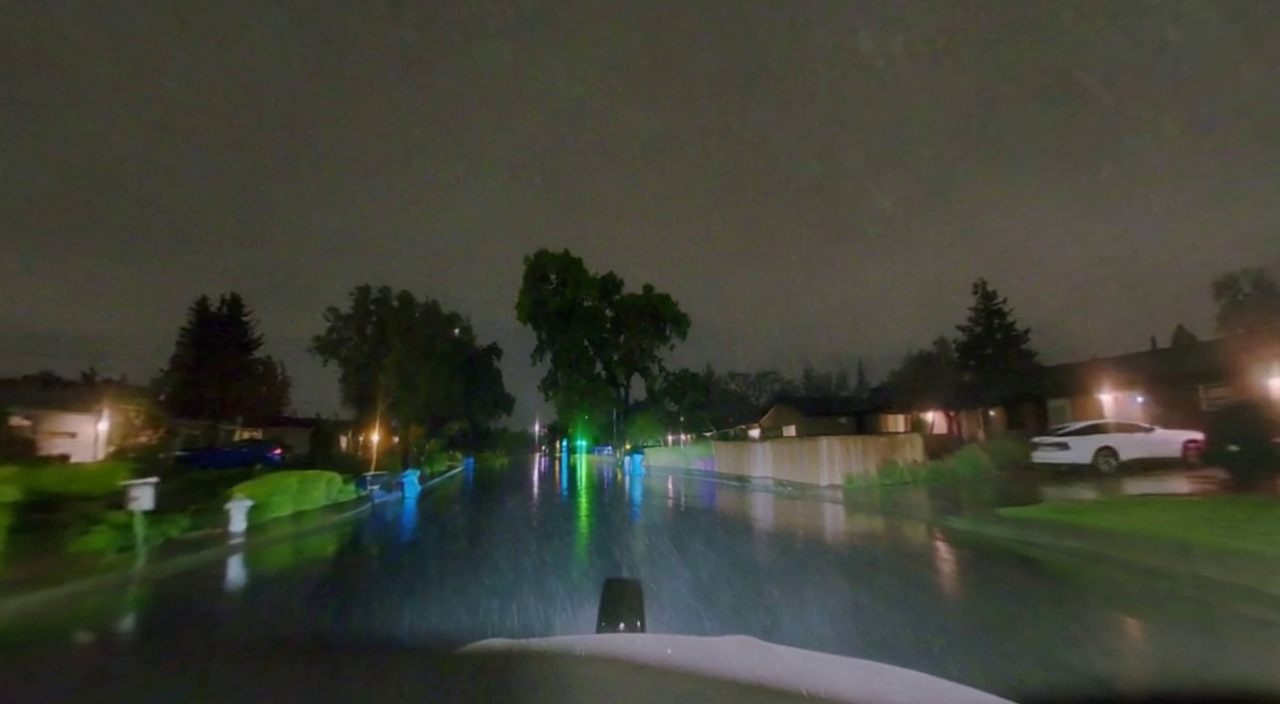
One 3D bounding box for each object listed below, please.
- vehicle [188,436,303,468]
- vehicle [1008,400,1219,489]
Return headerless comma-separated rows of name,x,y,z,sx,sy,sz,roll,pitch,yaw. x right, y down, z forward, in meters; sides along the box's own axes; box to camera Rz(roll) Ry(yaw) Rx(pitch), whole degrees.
vehicle,-20.704,5.320,33.370,4.654,1.457,1.986,3,-11,-10
vehicle,12.182,2.354,16.375,4.149,1.596,1.890,-6,-7,-12
